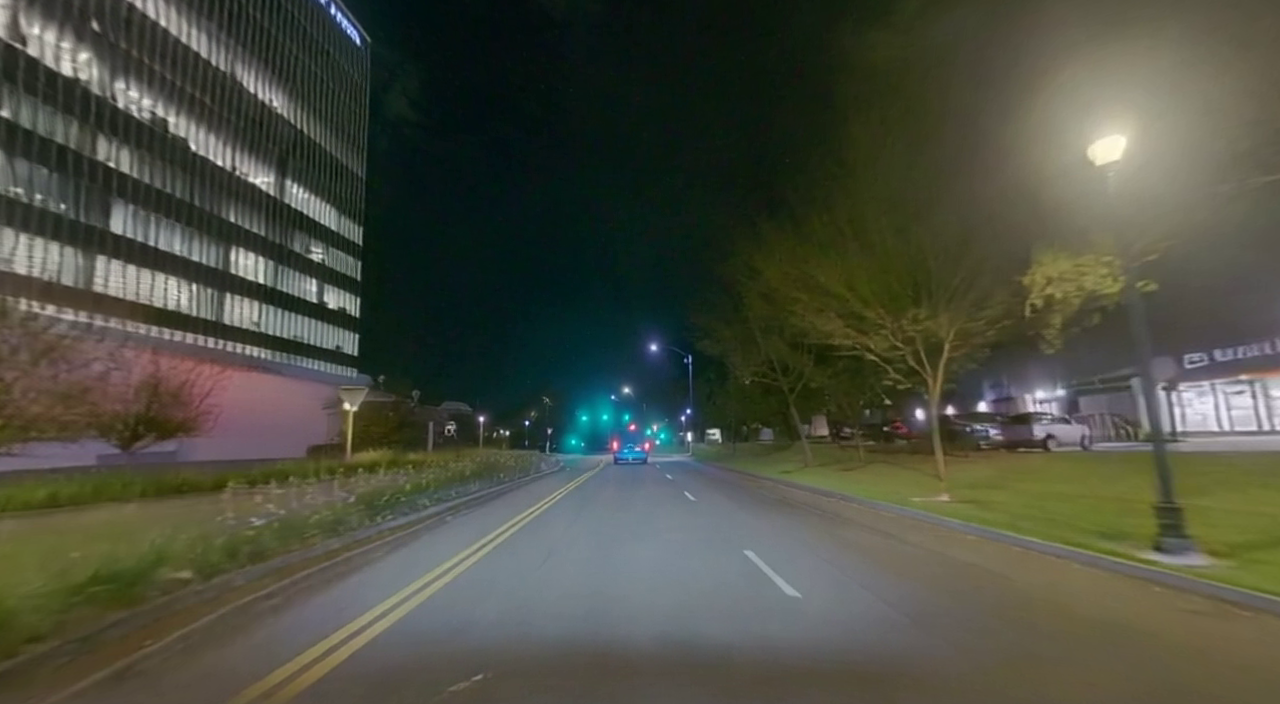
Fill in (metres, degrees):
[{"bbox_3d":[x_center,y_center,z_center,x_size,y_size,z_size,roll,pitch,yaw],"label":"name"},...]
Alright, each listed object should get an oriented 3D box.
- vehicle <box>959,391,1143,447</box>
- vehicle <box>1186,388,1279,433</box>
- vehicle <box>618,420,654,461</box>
[{"bbox_3d":[12.233,2.052,18.942,4.184,1.578,1.976,1,-8,-4],"label":"vehicle"},{"bbox_3d":[23.083,2.165,23.621,3.556,1.469,1.774,-3,-8,-4],"label":"vehicle"},{"bbox_3d":[-0.314,6.482,46.241,2.435,2.816,5.232,0,-8,-1],"label":"vehicle"}]
